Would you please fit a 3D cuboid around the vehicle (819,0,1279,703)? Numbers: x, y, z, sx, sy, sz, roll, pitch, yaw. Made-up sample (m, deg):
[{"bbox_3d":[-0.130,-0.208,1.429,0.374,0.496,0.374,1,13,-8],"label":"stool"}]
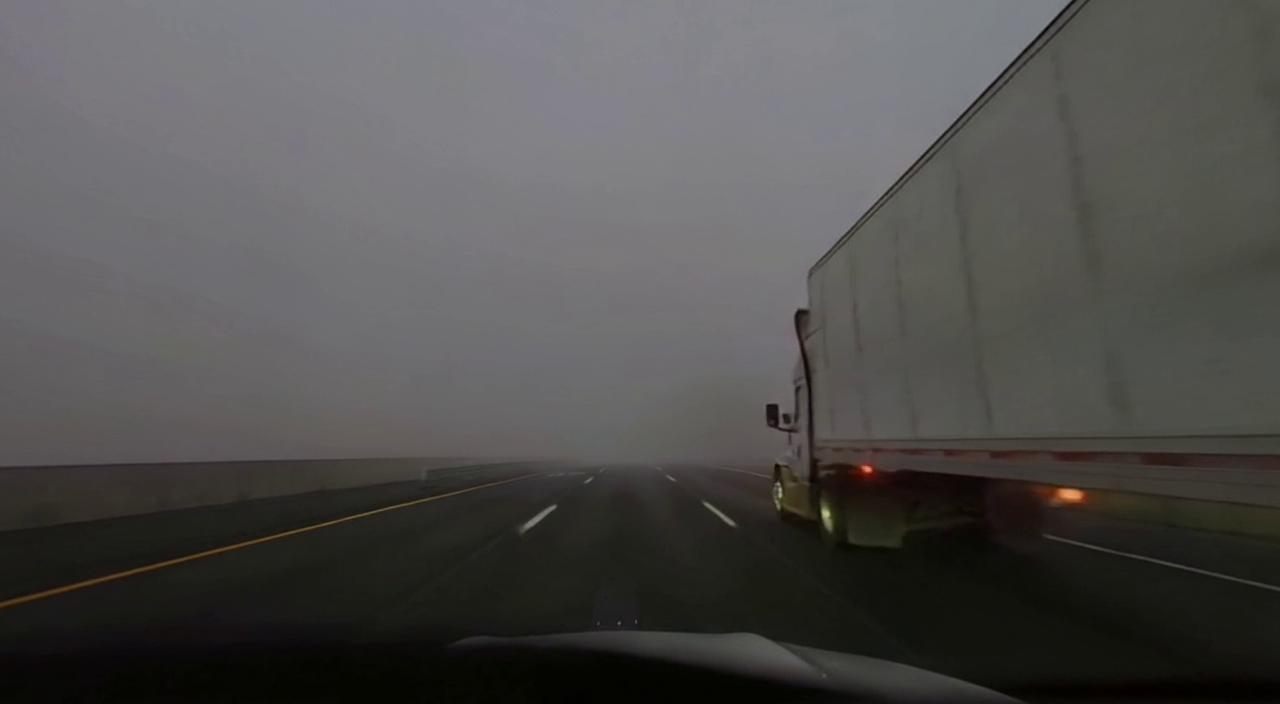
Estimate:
[{"bbox_3d":[4.083,-0.400,2.008,3.037,3.999,13.133,0,-9,0],"label":"vehicle"}]
